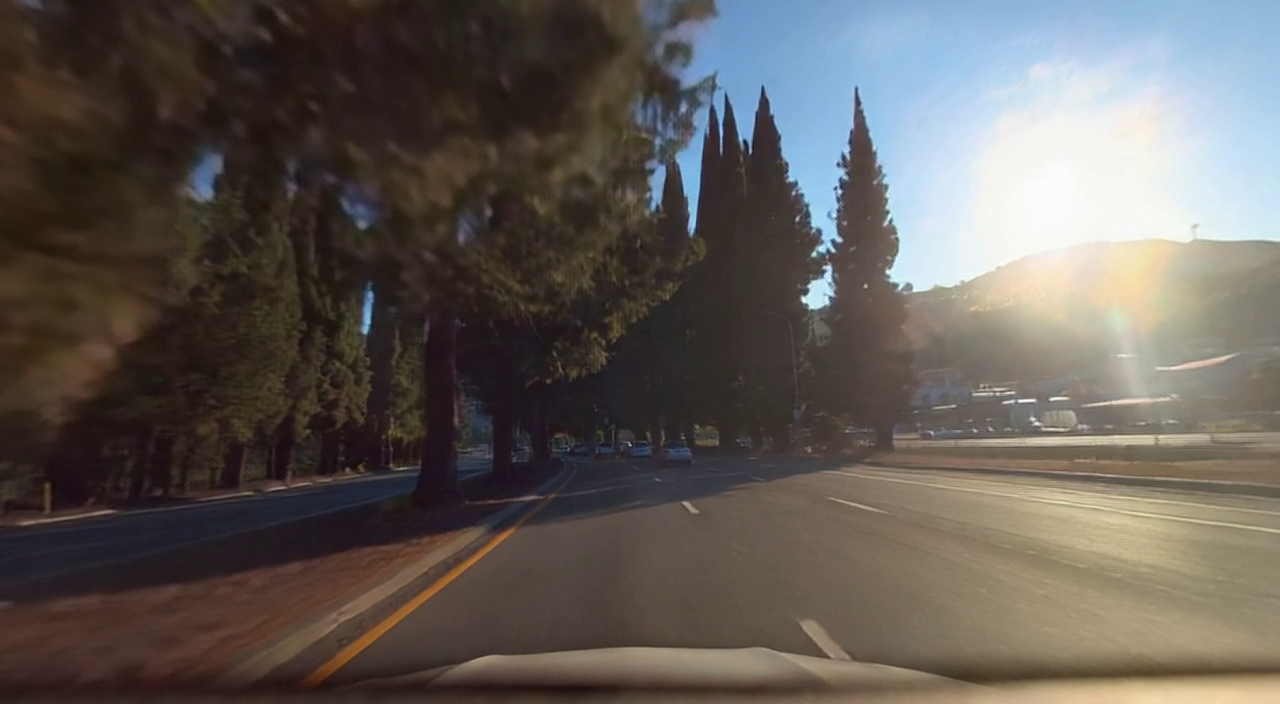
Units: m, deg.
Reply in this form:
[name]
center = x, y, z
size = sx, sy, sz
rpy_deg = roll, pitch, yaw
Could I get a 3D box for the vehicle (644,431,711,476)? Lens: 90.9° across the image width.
[vehicle]
center = 1.516, 4.400, 27.483
size = 2.253, 1.756, 4.313
rpy_deg = 1, -8, -5
